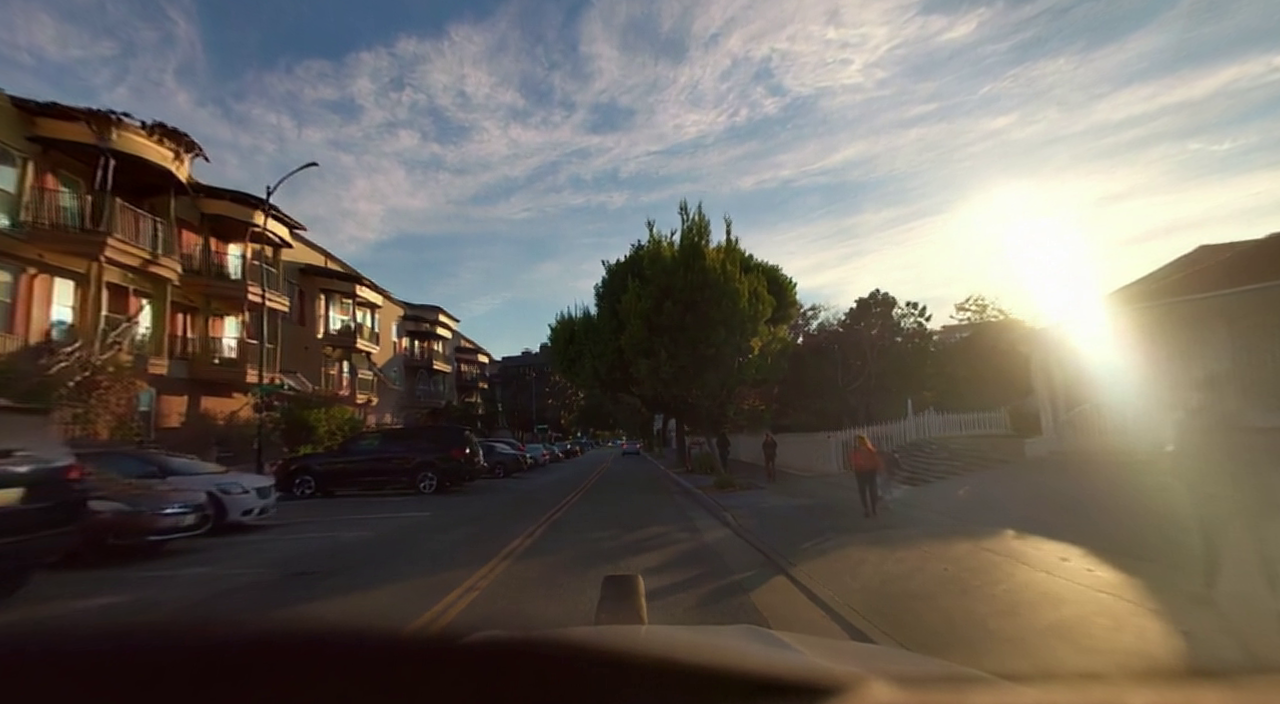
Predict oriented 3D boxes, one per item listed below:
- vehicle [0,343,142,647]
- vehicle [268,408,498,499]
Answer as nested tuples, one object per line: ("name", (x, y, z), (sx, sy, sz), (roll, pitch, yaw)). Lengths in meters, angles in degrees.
("vehicle", (-7.424, 1.009, 4.386), (5.824, 2.125, 2.233), (0, -9, -3))
("vehicle", (-7.263, 2.944, 18.501), (5.592, 2.439, 2.515), (0, -9, -1))
